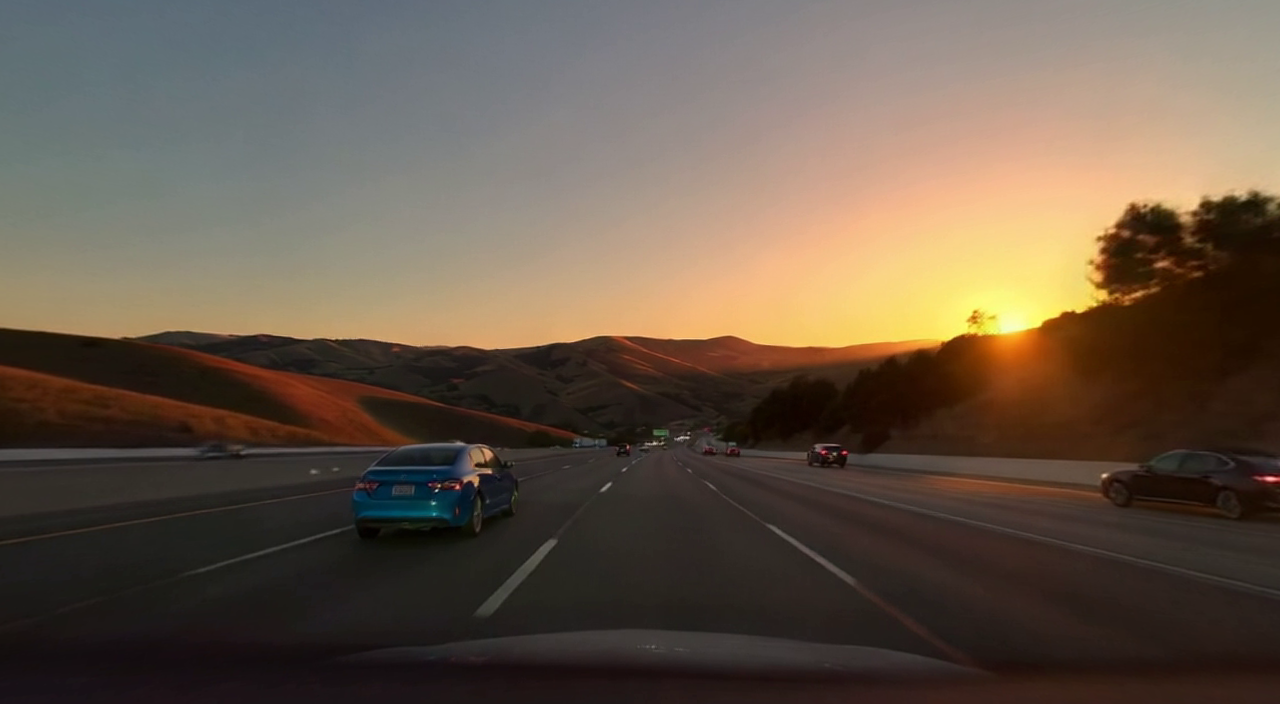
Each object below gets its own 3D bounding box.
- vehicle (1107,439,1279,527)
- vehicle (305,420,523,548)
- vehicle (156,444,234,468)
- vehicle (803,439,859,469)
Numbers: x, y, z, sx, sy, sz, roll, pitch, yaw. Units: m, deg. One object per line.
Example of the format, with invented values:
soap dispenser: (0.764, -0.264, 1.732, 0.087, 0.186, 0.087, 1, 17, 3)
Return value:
vehicle: (11.561, 2.382, 11.807, 1.982, 1.443, 4.635, 0, -9, 0)
vehicle: (-3.257, 1.977, 10.008, 1.967, 1.615, 3.886, 0, -8, 1)
vehicle: (-28.908, 6.727, 40.963, 1.758, 1.465, 4.487, 0, -8, 1)
vehicle: (11.849, 6.356, 39.211, 2.062, 1.736, 4.589, 0, -8, 0)
